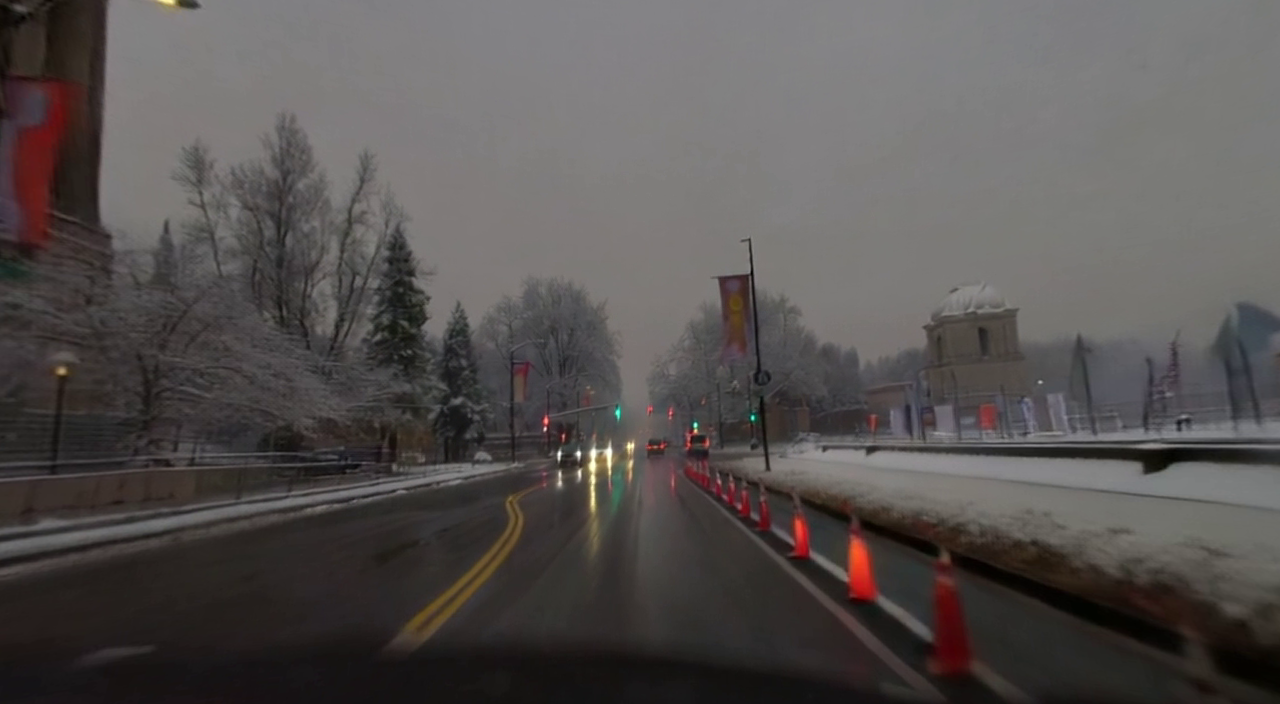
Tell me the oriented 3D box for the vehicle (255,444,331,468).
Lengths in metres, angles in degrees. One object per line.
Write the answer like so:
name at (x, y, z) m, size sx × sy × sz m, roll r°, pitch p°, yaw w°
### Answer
vehicle at (-26.099, 7.806, 47.514) m, size 4.445 × 1.753 × 2.044 m, roll 0°, pitch -8°, yaw 0°
